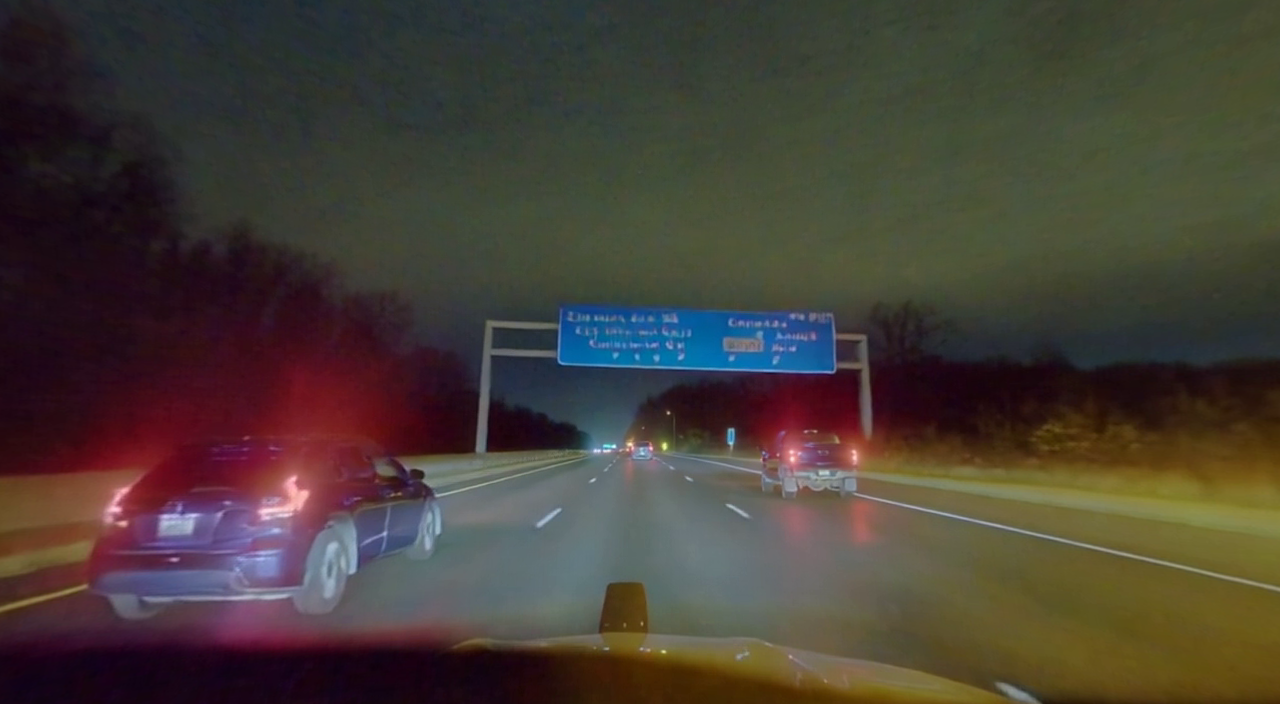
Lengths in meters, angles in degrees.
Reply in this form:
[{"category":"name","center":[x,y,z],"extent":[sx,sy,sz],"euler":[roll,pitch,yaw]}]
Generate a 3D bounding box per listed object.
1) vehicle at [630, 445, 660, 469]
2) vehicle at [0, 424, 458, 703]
[{"category":"vehicle","center":[0.332,6.776,40.604],"extent":[1.859,1.478,3.799],"euler":[0,-9,0]},{"category":"vehicle","center":[-3.326,1.477,5.608],"extent":[2.012,1.500,4.452],"euler":[0,-9,1]}]
